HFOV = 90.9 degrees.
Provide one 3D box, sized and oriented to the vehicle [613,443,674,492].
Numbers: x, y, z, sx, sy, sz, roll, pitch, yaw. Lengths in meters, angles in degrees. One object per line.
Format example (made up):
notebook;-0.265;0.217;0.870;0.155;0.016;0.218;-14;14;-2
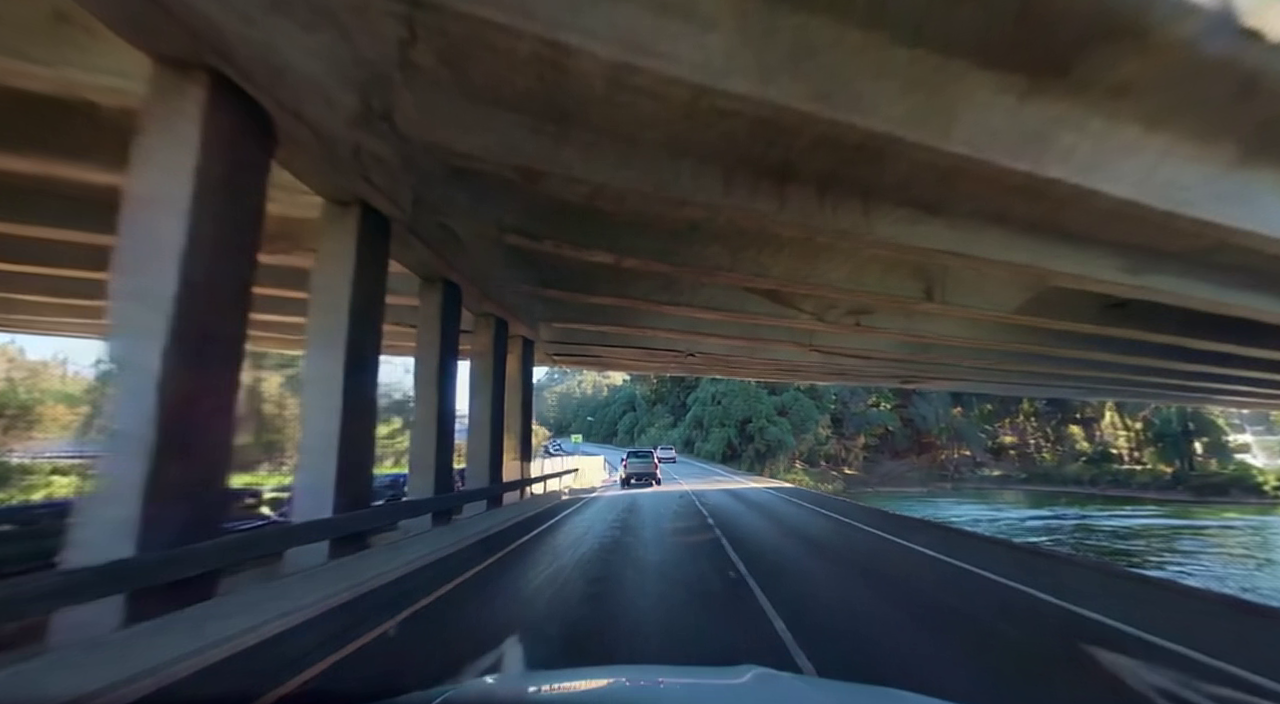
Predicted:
vehicle;0.164;4.140;22.762;2.037;1.601;3.643;0;-9;2
